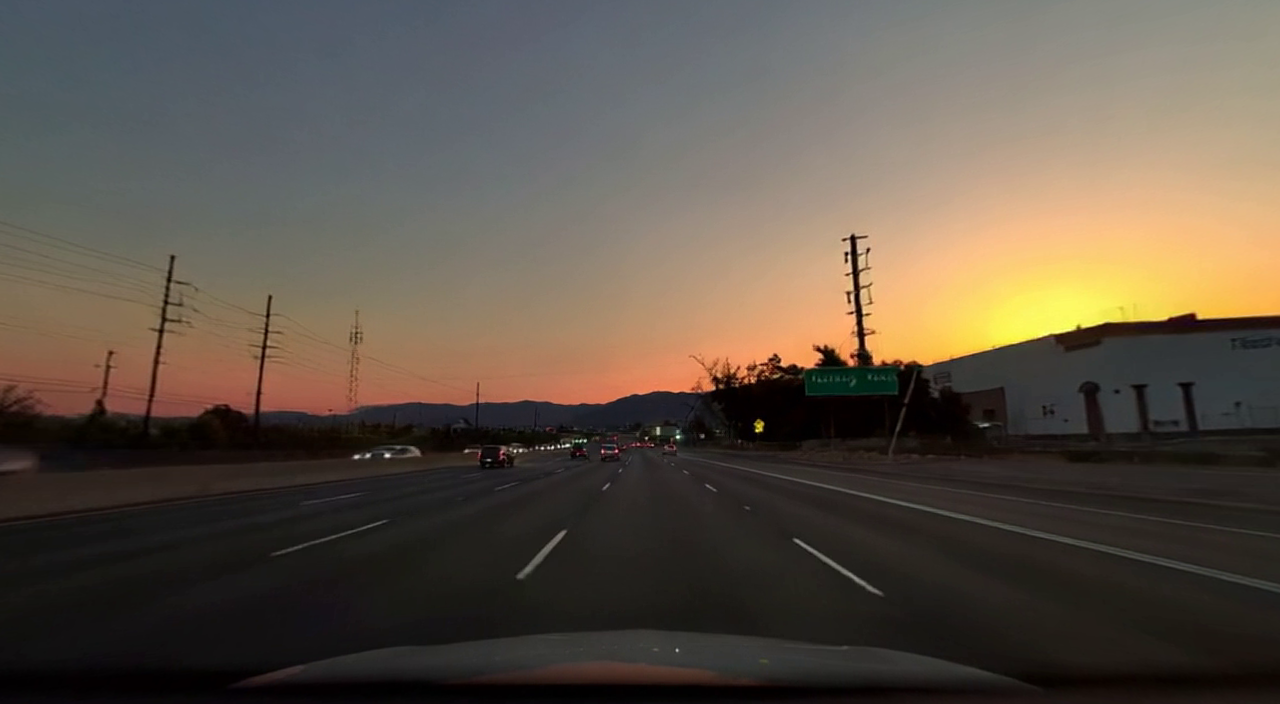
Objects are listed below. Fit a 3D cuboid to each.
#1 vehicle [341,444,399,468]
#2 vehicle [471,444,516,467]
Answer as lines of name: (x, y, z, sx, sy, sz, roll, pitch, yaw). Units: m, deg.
vehicle: (-18.825, 7.264, 44.023, 2.026, 1.607, 4.471, 0, -9, 1)
vehicle: (-9.988, 7.087, 43.110, 1.974, 1.513, 4.584, 0, -9, 0)
